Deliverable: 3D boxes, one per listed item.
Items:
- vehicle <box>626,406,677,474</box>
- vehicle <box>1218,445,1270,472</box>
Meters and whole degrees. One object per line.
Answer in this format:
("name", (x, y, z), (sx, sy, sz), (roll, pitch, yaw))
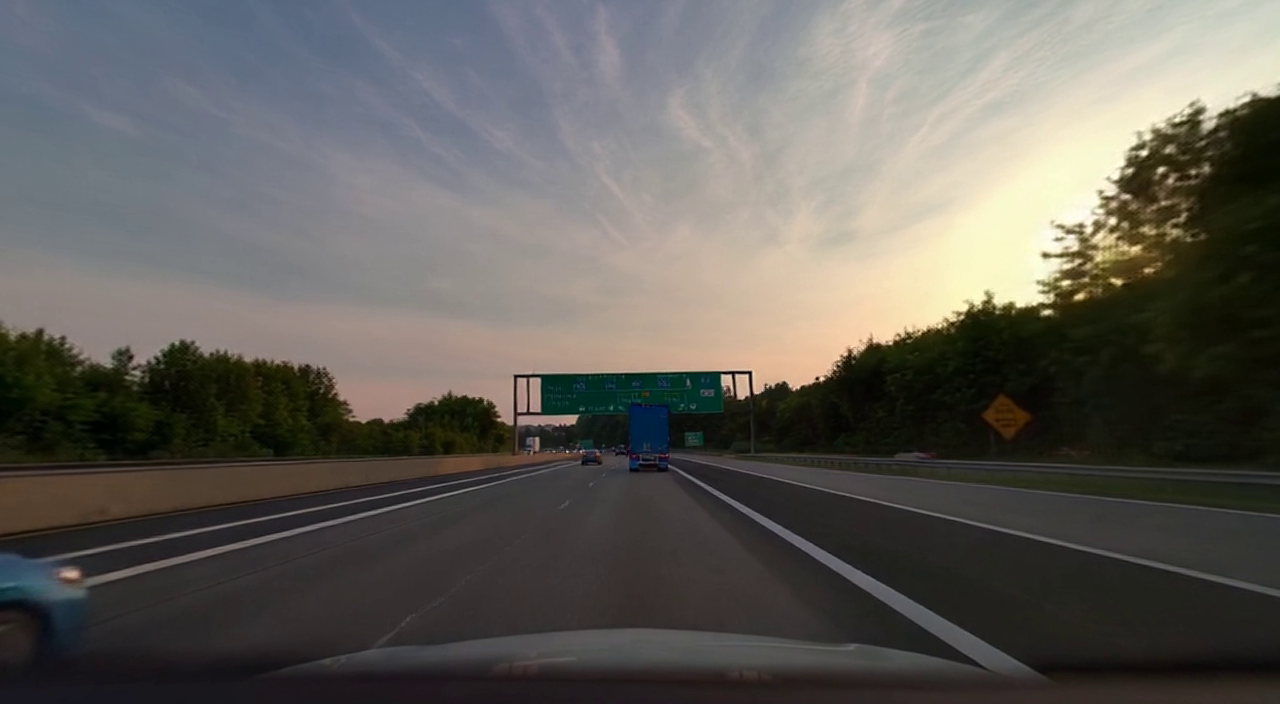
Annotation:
("vehicle", (0.700, 6.043, 42.963), (3.022, 4.072, 10.318), (0, -9, 0))
("vehicle", (35.681, 6.247, 37.175), (1.958, 1.442, 4.396), (-8, -12, 44))
